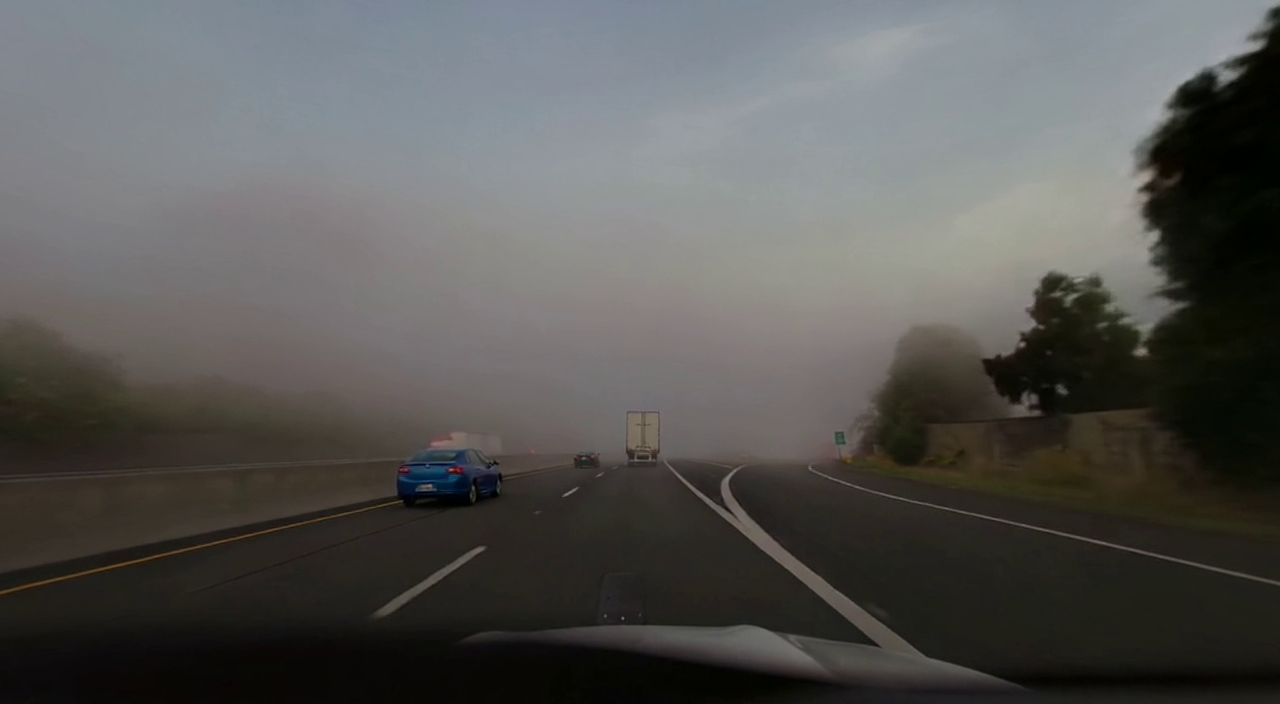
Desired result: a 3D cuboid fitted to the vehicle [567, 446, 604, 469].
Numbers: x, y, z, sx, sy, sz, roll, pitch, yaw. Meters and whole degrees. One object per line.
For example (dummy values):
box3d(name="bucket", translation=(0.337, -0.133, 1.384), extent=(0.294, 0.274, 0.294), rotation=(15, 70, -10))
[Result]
box3d(name="vehicle", translation=(-3.599, 7.054, 42.344), extent=(1.981, 1.435, 4.199), rotation=(0, -9, 2))

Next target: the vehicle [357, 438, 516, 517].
box3d(name="vehicle", translation=(-4.255, 2.693, 14.030), extent=(2.010, 1.461, 4.391), rotation=(0, -9, 1))

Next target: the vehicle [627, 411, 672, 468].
box3d(name="vehicle", translation=(0.678, 6.256, 44.635), extent=(2.893, 3.628, 9.081), rotation=(0, -9, 1))
